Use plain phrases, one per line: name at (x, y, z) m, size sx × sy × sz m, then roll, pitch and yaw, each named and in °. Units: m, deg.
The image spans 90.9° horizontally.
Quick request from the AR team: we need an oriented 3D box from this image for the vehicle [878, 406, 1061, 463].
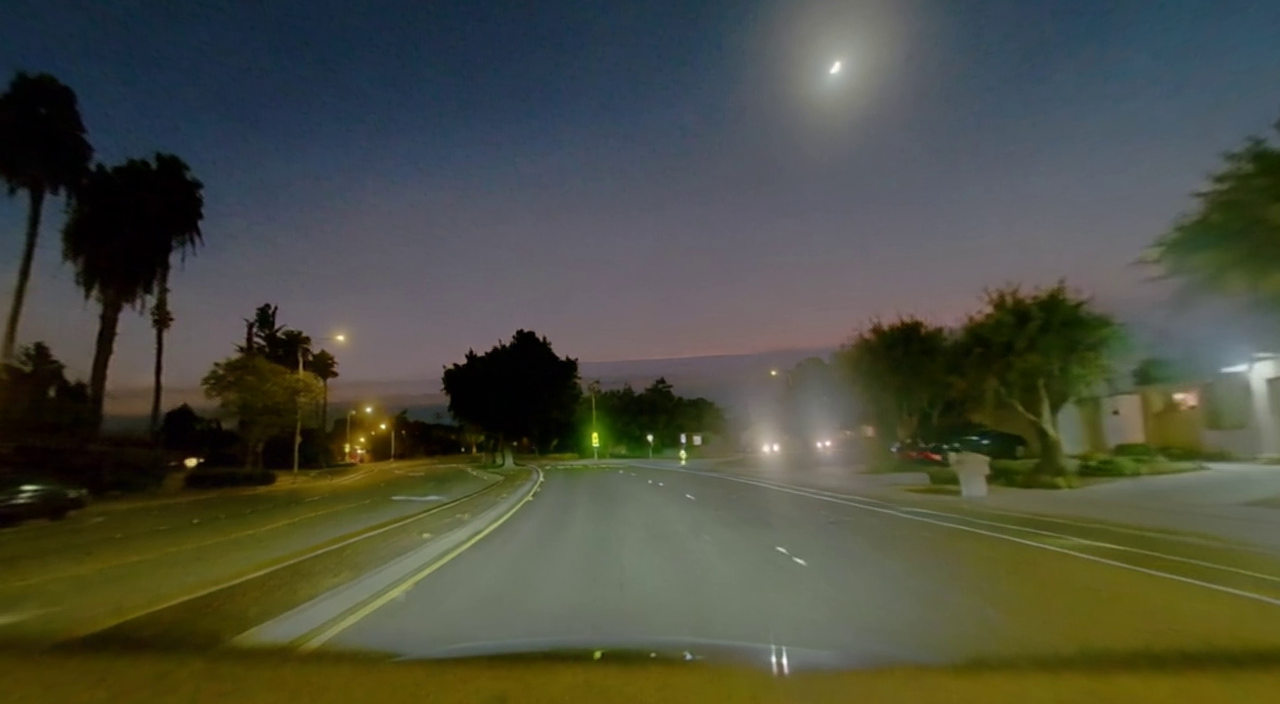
vehicle at (12.937, 3.404, 25.328) m, size 6.051 × 2.092 × 2.231 m, roll -3°, pitch -10°, yaw 17°
